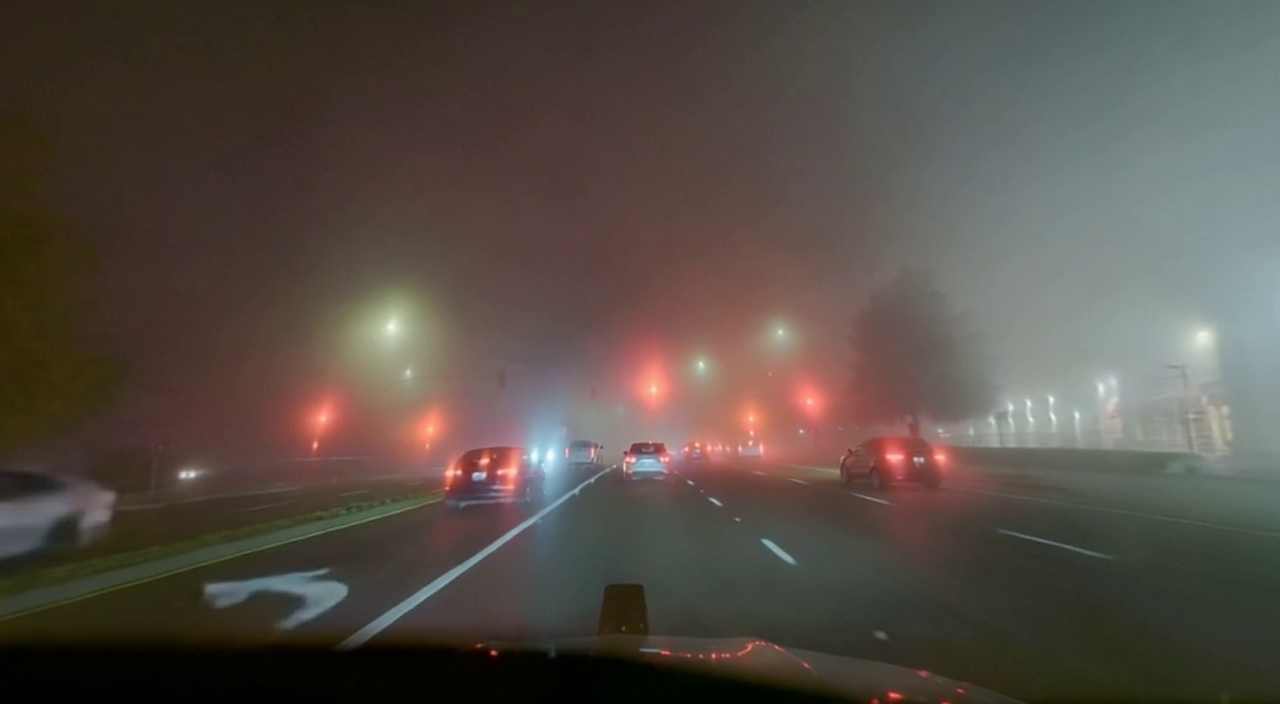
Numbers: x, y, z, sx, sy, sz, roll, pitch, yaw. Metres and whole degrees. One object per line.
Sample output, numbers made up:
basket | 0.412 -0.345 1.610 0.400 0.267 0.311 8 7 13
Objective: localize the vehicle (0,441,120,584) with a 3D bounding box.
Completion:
vehicle | -8.563 1.783 6.747 2.212 1.652 4.376 0 -8 0

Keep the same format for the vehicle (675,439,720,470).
vehicle | 3.004 5.481 33.912 1.988 1.528 4.144 0 -8 -1

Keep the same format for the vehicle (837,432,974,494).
vehicle | 7.248 3.072 17.802 1.892 1.515 4.400 0 -8 -1

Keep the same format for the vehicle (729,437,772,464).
vehicle | 7.320 6.560 42.187 2.044 1.701 4.397 0 -8 -1

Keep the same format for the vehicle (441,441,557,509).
vehicle | -3.409 3.034 16.143 1.938 1.472 4.399 0 -8 0

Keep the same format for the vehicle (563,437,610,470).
vehicle | -2.945 5.724 35.737 2.219 1.699 4.090 0 -8 1

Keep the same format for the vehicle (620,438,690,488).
vehicle | 0.454 3.625 20.923 2.096 1.473 3.893 0 -8 0
